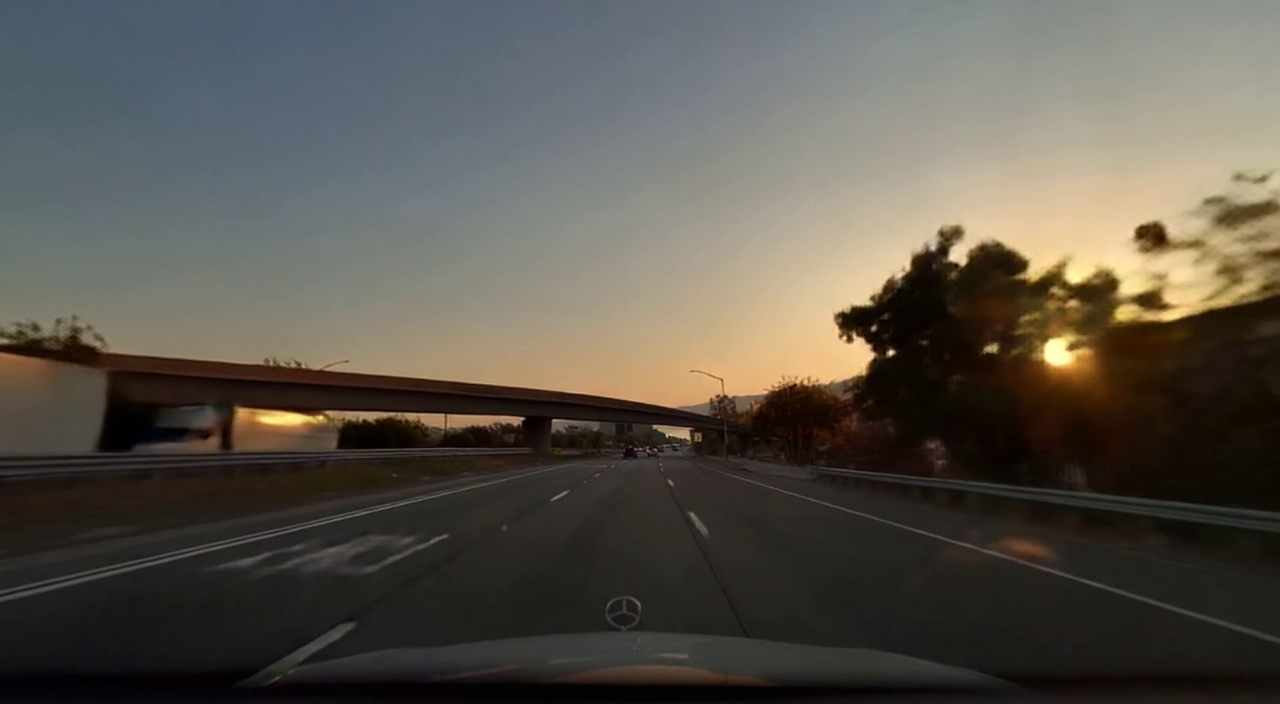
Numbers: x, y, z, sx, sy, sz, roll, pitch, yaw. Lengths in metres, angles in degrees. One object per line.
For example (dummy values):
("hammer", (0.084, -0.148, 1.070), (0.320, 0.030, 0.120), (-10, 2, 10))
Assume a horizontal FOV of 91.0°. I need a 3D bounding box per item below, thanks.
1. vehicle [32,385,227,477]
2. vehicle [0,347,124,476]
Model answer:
("vehicle", (-24.824, 3.998, 31.337), (3.001, 3.995, 7.503), (0, -8, 2))
("vehicle", (-21.307, 1.293, 15.845), (2.889, 3.945, 15.988), (0, -9, 1))
